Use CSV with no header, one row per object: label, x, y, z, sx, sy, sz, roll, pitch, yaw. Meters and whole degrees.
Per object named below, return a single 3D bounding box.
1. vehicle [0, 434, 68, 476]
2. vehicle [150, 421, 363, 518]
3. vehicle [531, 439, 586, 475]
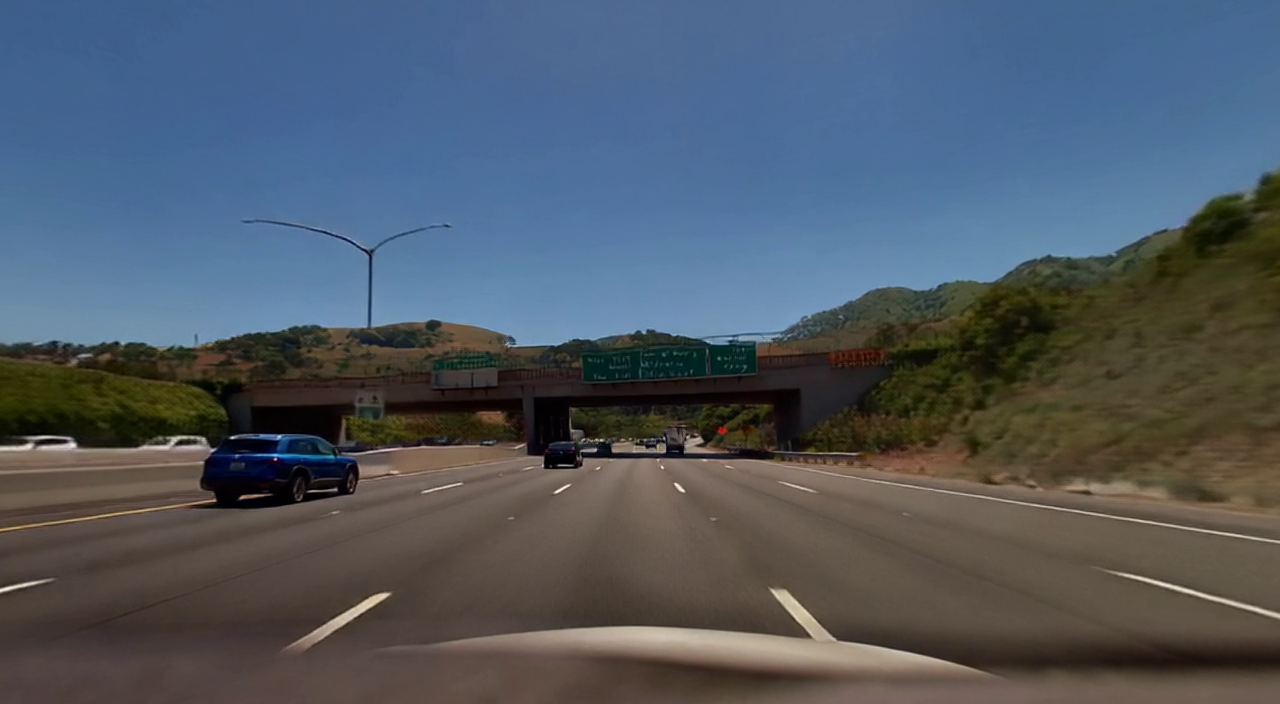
vehicle,-48.810,7.921,48.667,3.144,3.009,6.492,0,-9,1
vehicle,-7.733,2.403,13.339,1.860,1.694,4.173,0,-9,0
vehicle,-3.706,4.849,29.373,1.925,1.509,4.363,0,-9,1
